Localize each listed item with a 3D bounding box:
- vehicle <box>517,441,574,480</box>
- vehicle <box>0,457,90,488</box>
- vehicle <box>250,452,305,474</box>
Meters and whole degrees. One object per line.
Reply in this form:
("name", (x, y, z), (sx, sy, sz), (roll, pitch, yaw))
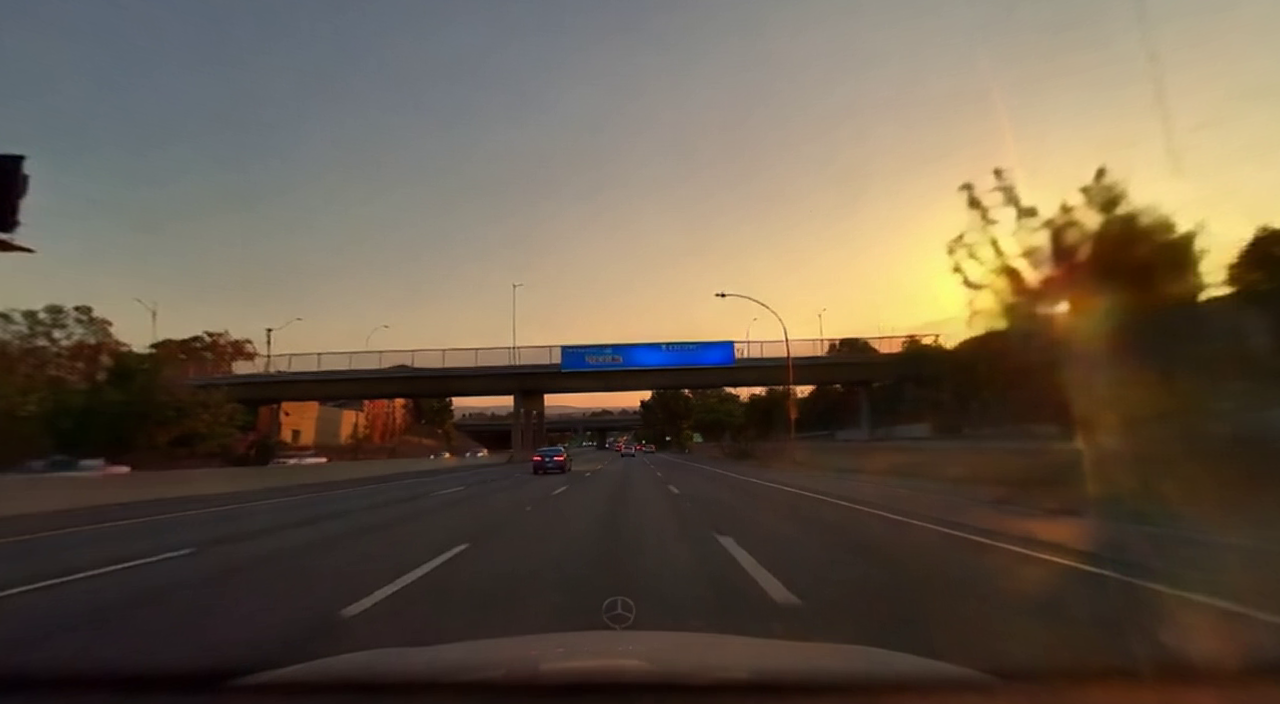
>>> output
("vehicle", (-4.503, 5.258, 30.824), (2.102, 1.727, 4.704), (0, -9, 0))
("vehicle", (-28.847, 5.808, 30.550), (1.492, 1.347, 3.297), (0, -9, -1))
("vehicle", (-24.906, 7.589, 43.503), (1.633, 1.412, 3.619), (-1, -9, 0))
